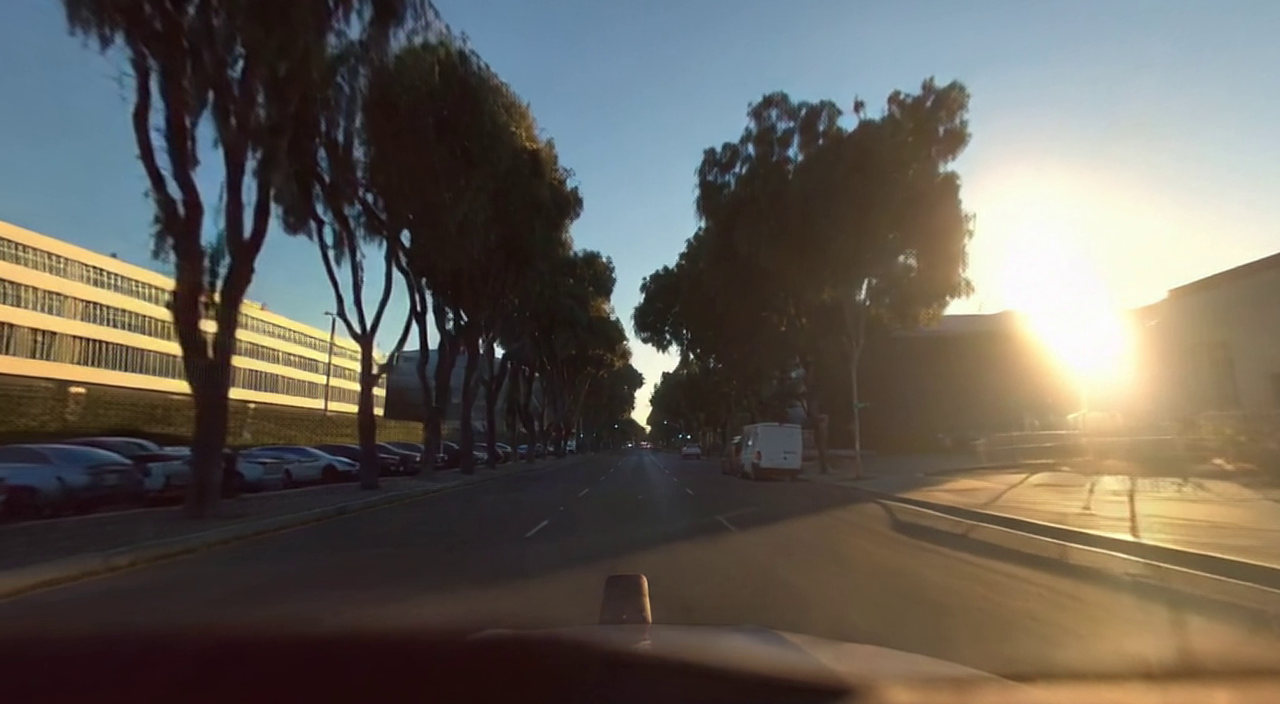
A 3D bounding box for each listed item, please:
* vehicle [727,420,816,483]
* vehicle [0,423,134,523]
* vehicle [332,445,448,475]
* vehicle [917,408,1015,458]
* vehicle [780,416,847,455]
[{"bbox_3d":[5.708,4.458,28.506,2.596,2.509,6.178,0,-8,-1],"label":"vehicle"},{"bbox_3d":[-13.282,2.355,12.556,4.461,1.791,2.202,0,-8,0],"label":"vehicle"},{"bbox_3d":[-13.198,5.723,33.574,5.269,1.491,2.133,-1,-8,2],"label":"vehicle"},{"bbox_3d":[18.938,4.835,37.087,2.341,2.648,6.024,1,-8,-2],"label":"vehicle"},{"bbox_3d":[13.591,6.691,49.986,3.046,2.906,7.271,0,-9,-1],"label":"vehicle"}]
